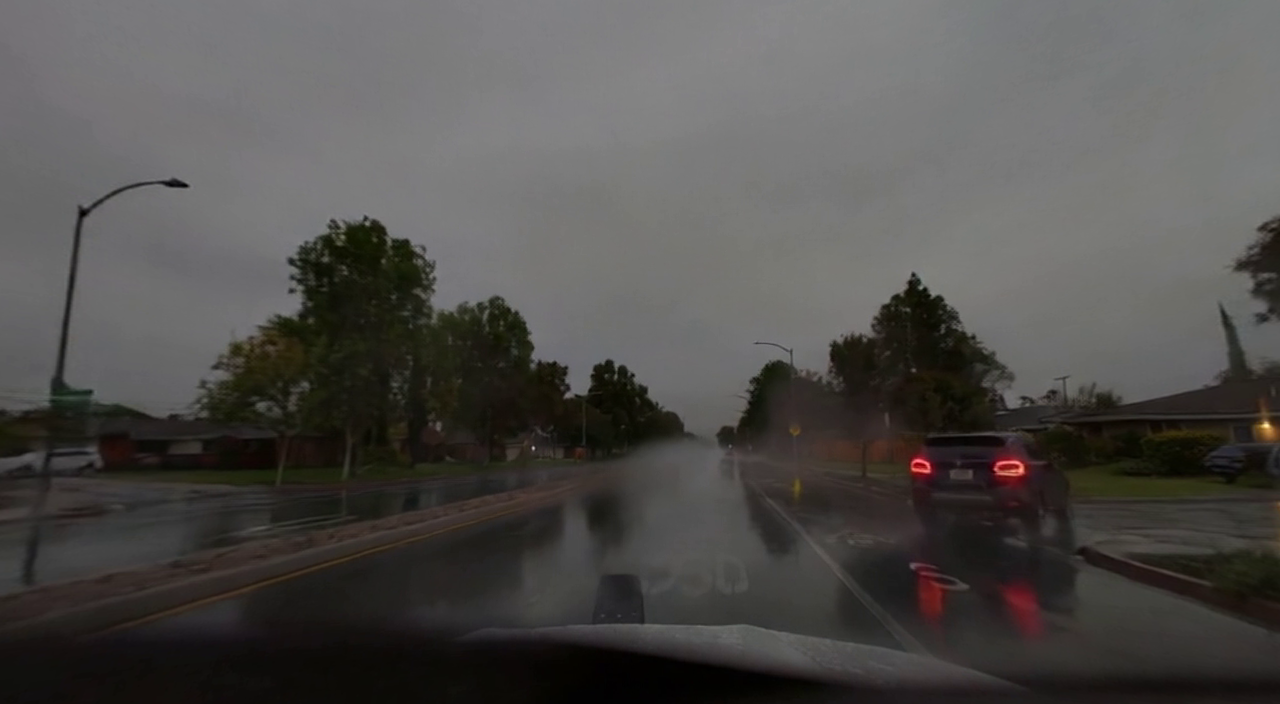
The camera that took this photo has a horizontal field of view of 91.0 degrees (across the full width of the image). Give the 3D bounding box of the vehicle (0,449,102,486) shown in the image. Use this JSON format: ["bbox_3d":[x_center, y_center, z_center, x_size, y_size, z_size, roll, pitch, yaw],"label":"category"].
[{"bbox_3d":[-32.765,6.288,34.760,1.918,1.796,4.703,0,-8,0],"label":"vehicle"}]

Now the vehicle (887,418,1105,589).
[{"bbox_3d":[5.081,1.884,8.942,2.018,1.733,4.546,-5,-9,32],"label":"vehicle"}]
